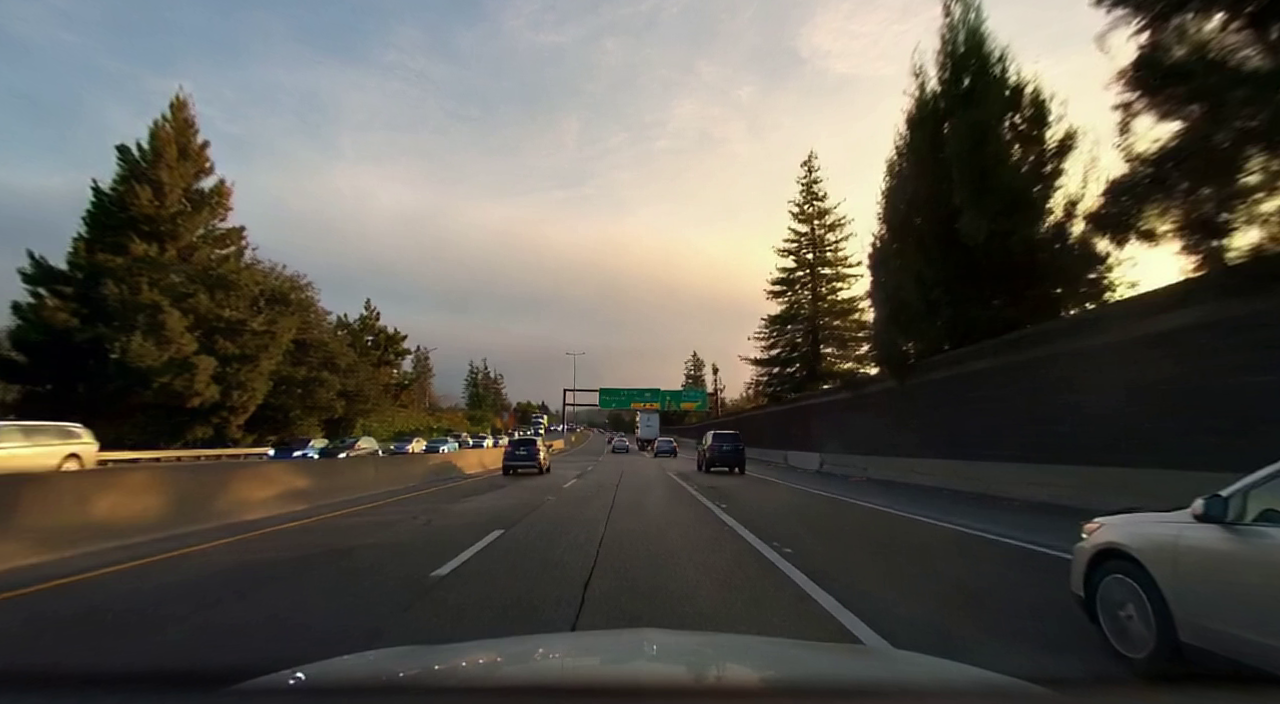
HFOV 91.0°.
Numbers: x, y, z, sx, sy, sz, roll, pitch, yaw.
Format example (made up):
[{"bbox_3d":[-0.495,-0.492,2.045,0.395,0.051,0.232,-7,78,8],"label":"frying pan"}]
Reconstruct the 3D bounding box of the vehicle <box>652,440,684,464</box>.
[{"bbox_3d":[1.701,6.199,39.167,1.844,1.462,3.736,0,-8,0],"label":"vehicle"}]

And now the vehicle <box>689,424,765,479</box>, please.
[{"bbox_3d":[3.269,3.902,24.990,2.207,1.937,5.610,0,-8,0],"label":"vehicle"}]

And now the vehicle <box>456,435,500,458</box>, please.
[{"bbox_3d":[-11.421,6.739,44.728,1.948,1.538,4.322,0,-8,0],"label":"vehicle"}]

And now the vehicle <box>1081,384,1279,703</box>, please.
[{"bbox_3d":[3.695,0.727,1.474,2.127,1.497,4.445,0,-8,1],"label":"vehicle"}]

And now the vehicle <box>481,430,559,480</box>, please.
[{"bbox_3d":[-4.384,3.824,23.652,2.058,1.689,4.315,0,-8,0],"label":"vehicle"}]

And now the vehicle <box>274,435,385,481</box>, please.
[{"bbox_3d":[-10.676,3.639,21.949,1.944,1.446,3.739,0,-8,0],"label":"vehicle"}]
